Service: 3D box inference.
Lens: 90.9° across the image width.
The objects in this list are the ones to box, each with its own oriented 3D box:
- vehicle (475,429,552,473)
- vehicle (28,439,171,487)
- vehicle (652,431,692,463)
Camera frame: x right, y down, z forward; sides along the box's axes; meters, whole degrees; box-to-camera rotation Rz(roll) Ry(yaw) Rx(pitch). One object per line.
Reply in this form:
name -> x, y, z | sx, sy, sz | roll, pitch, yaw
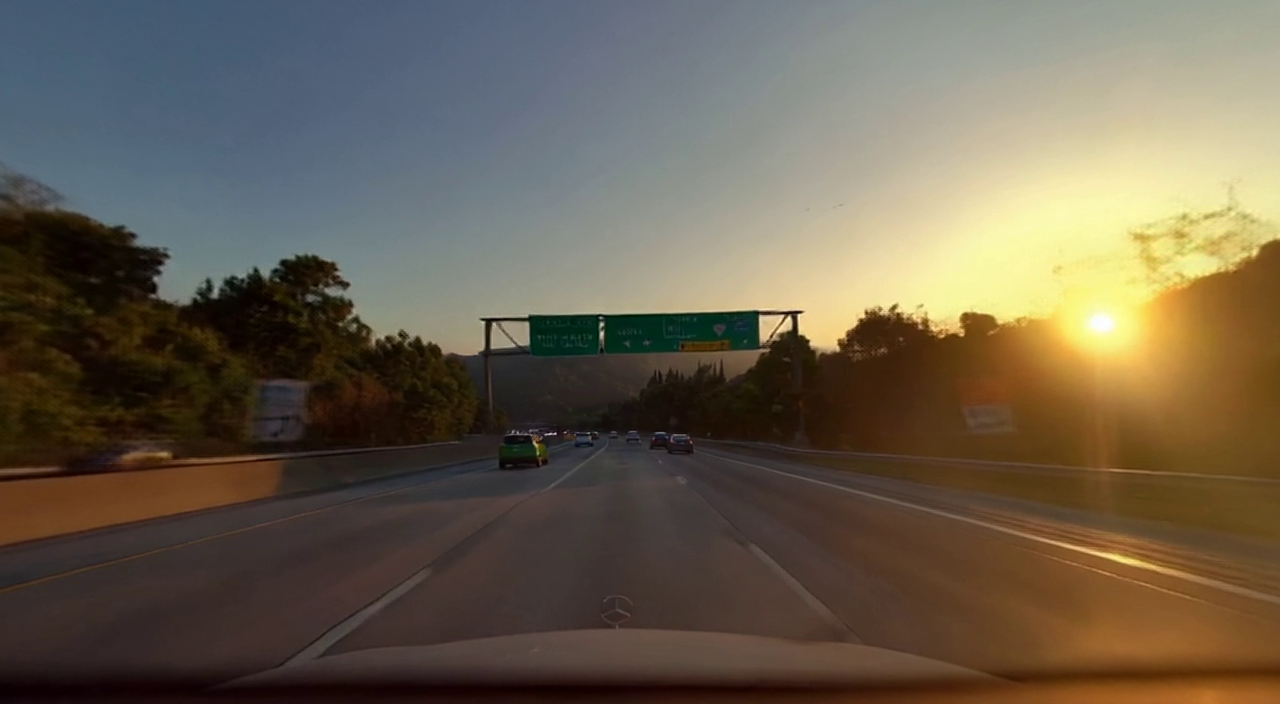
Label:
vehicle -> -4.737, 3.778, 24.380 | 2.023, 1.512, 4.804 | 0, -8, 0
vehicle -> -21.165, 4.333, 24.967 | 1.910, 1.679, 4.242 | -2, -9, -1
vehicle -> 1.568, 4.765, 31.819 | 1.869, 1.466, 3.356 | 0, -8, 0
